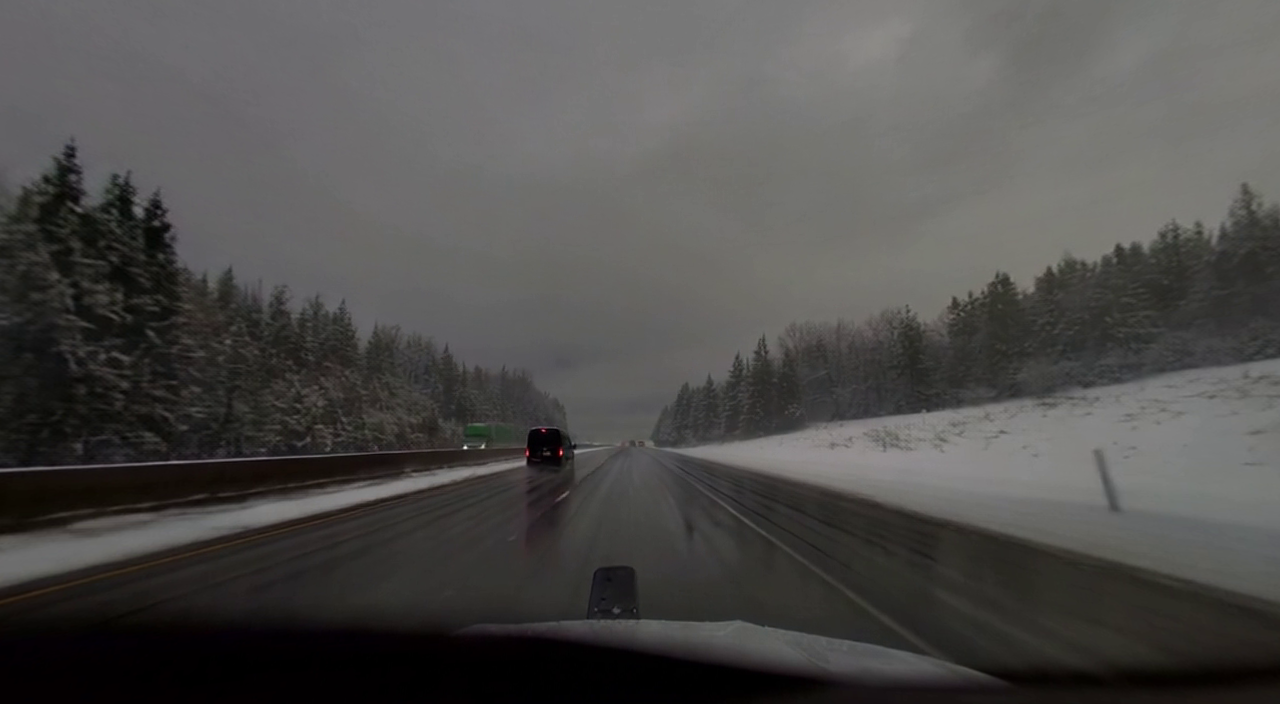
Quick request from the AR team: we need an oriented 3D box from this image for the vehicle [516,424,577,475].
[{"bbox_3d":[-4.040,4.290,27.936,1.976,2.029,4.737,-1,-8,0],"label":"vehicle"}]
